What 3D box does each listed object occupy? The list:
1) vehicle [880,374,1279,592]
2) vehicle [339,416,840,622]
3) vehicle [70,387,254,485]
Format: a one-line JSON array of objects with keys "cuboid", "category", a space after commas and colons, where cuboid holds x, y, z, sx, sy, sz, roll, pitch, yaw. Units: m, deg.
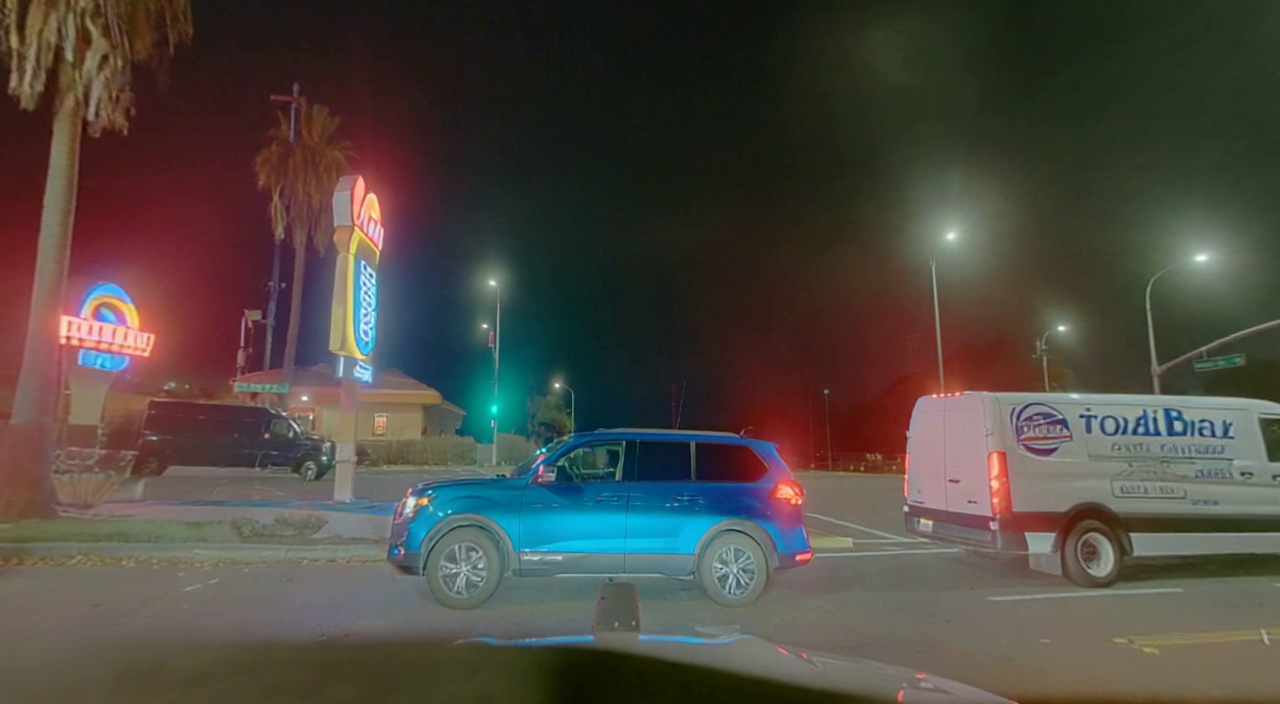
[{"cuboid": [6.636, 1.544, 8.030, 6.246, 2.202, 2.277, 1, -9, -8], "category": "vehicle"}, {"cuboid": [-0.483, 1.629, 6.837, 4.493, 1.728, 2.137, 1, -9, -9], "category": "vehicle"}, {"cuboid": [-21.665, 3.965, 29.431, 3.034, 3.929, 7.699, 1, -9, -6], "category": "vehicle"}]
